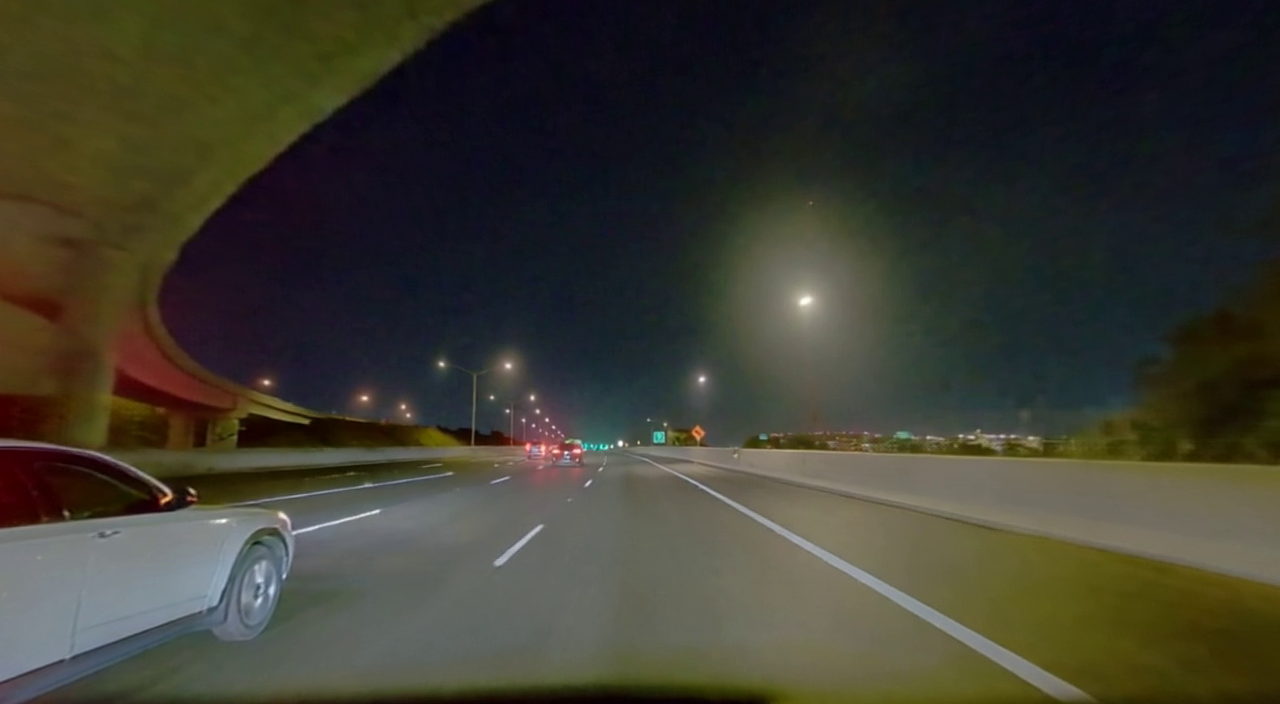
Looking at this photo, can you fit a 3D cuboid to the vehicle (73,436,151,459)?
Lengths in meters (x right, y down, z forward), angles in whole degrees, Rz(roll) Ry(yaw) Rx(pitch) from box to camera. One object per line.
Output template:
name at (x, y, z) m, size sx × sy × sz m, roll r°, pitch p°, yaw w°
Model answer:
vehicle at (-38.132, 6.913, 45.778) m, size 1.823 × 1.601 × 4.433 m, roll 0°, pitch -8°, yaw -1°

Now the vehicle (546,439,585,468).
vehicle at (-4.469, 6.146, 38.348) m, size 1.971 × 1.643 × 4.009 m, roll 0°, pitch -8°, yaw -2°
